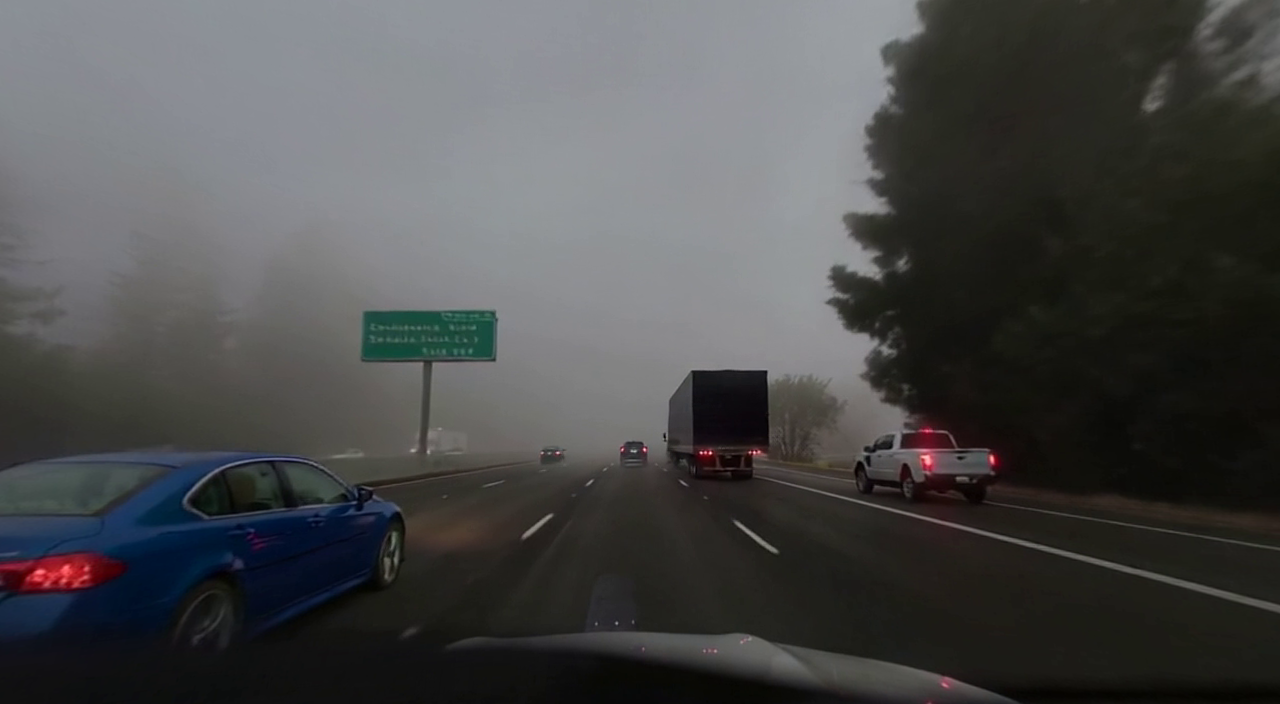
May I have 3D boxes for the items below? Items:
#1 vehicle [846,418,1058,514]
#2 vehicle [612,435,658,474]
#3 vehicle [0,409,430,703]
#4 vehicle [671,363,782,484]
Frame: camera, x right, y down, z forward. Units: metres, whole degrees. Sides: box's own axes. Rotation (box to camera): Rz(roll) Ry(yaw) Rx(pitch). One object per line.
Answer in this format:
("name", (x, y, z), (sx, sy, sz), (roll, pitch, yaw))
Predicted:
("vehicle", (6.834, 2.594, 14.793), (2.106, 1.795, 5.489), (0, -9, 0))
("vehicle", (-0.279, 5.263, 32.535), (2.203, 1.805, 4.358), (0, -9, -1))
("vehicle", (-3.109, 1.222, 4.167), (1.864, 1.406, 4.544), (0, -9, 0))
("vehicle", (3.282, 3.568, 28.991), (2.876, 4.086, 15.117), (0, -9, 0))
